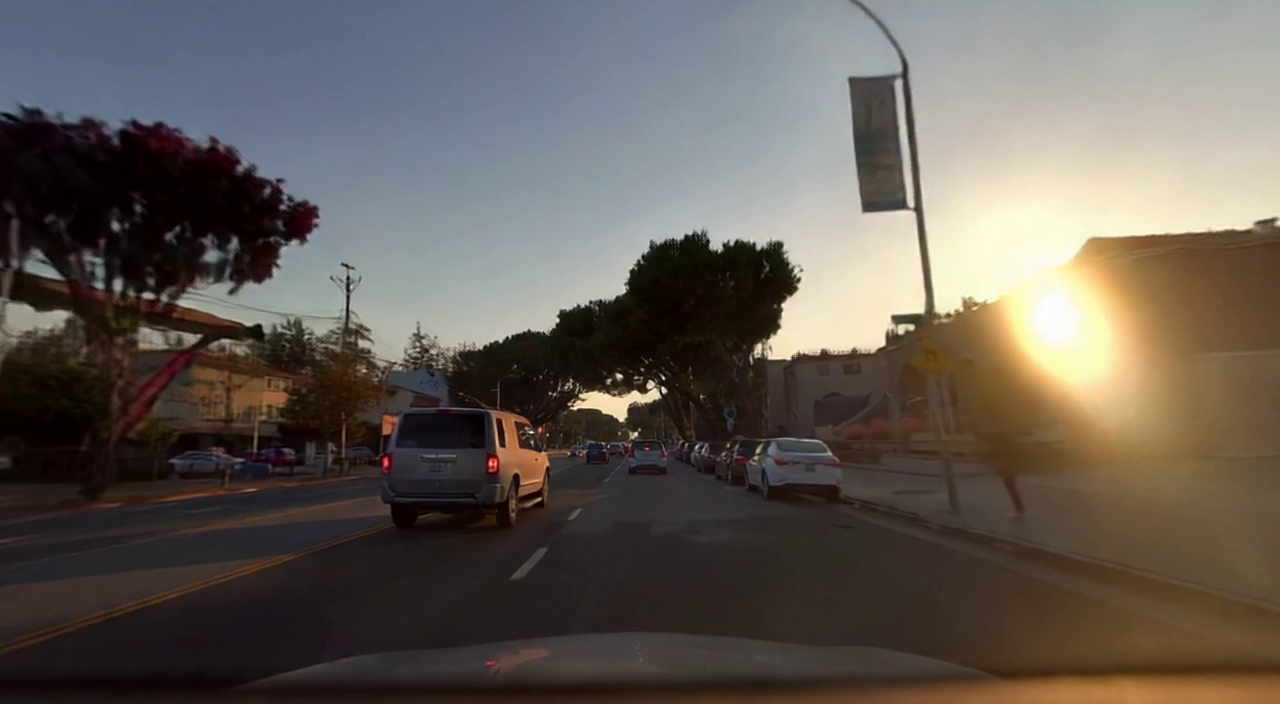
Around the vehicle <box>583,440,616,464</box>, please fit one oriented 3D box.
[{"bbox_3d":[-2.913,7.300,46.288,2.028,1.689,4.162,0,-9,1],"label":"vehicle"}]

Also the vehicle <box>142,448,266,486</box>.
[{"bbox_3d":[-23.089,6.076,33.585,5.075,1.581,2.063,-3,-8,-2],"label":"vehicle"}]

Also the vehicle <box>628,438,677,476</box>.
[{"bbox_3d":[0.519,4.891,29.697,2.126,1.657,4.132,0,-9,-1],"label":"vehicle"}]

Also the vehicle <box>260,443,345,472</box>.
[{"bbox_3d":[-23.970,7.497,45.021,4.791,1.928,2.144,0,-9,1],"label":"vehicle"}]

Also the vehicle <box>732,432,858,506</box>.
[{"bbox_3d":[3.834,2.995,16.638,1.947,1.646,4.782,0,-9,-2],"label":"vehicle"}]

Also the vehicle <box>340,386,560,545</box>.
[{"bbox_3d":[-2.878,1.897,11.107,2.213,2.123,5.124,0,-9,0],"label":"vehicle"}]
